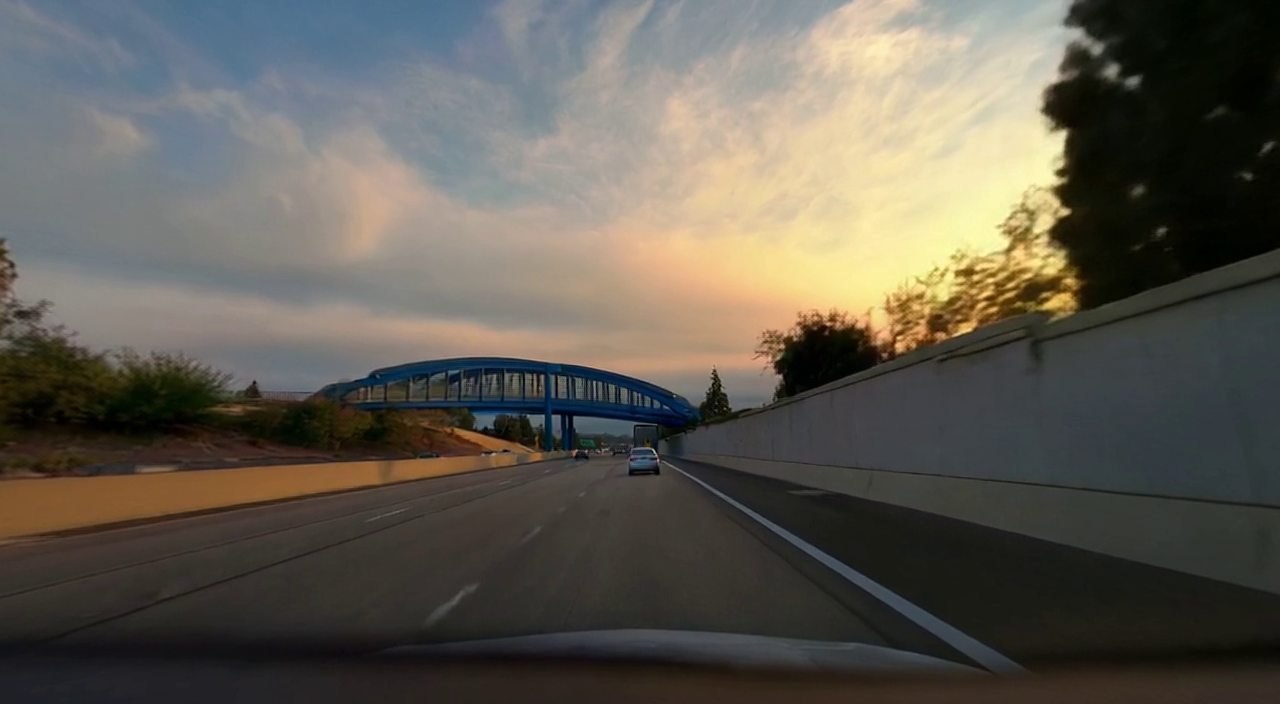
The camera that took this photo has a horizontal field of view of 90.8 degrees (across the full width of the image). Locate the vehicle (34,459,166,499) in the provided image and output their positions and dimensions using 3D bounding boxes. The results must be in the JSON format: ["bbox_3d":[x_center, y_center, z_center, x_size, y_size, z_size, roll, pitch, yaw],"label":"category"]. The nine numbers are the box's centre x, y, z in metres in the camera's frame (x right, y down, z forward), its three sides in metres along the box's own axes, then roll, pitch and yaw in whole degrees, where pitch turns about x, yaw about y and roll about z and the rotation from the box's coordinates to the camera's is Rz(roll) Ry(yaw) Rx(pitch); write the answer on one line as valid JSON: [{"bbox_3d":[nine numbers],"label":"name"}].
[{"bbox_3d":[-22.005,5.160,25.975,1.874,1.388,4.072,0,-9,-1],"label":"vehicle"}]

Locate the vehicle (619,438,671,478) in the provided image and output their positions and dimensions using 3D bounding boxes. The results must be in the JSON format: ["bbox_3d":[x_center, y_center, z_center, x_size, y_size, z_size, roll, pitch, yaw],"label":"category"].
[{"bbox_3d":[0.194,5.027,30.162,2.299,1.716,4.579,0,-9,-1],"label":"vehicle"}]
